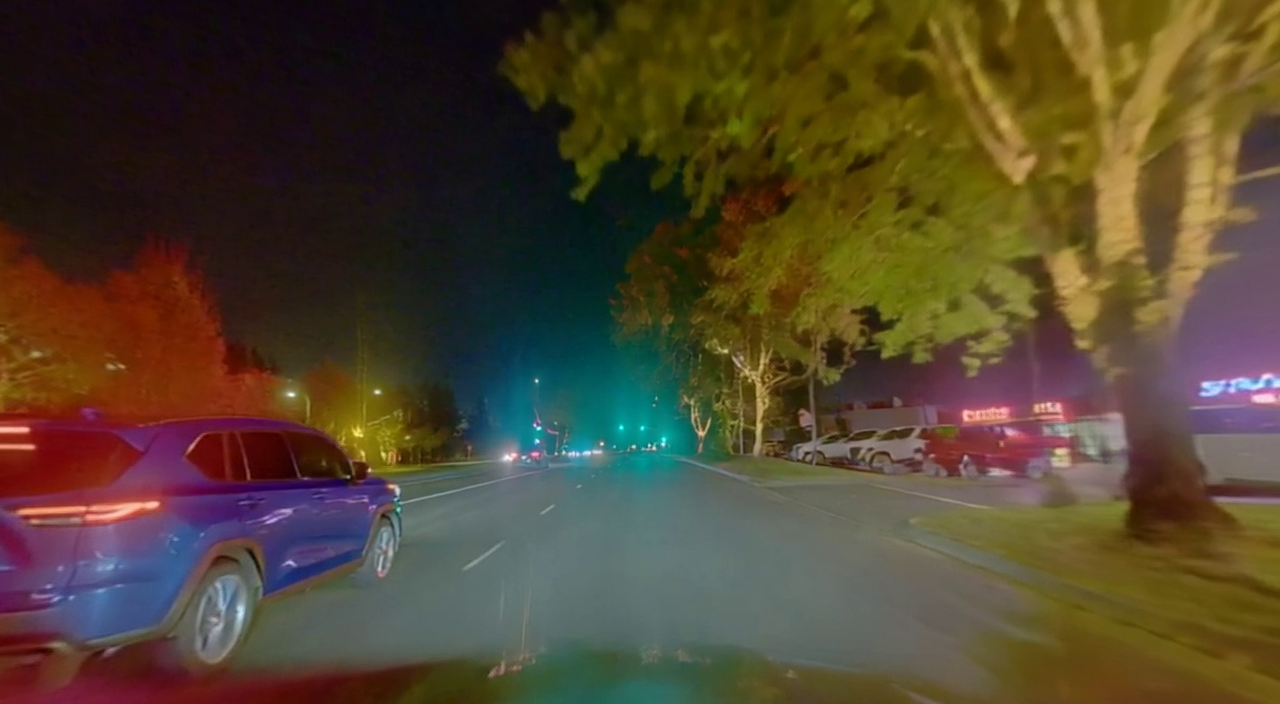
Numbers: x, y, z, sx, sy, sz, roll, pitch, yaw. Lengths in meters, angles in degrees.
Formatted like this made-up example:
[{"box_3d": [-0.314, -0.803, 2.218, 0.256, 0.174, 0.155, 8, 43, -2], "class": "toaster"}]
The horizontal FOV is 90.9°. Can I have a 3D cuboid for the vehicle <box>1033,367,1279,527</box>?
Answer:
[{"box_3d": [8.683, 1.289, 8.657, 5.031, 1.951, 2.184, -3, -9, 16], "class": "vehicle"}]

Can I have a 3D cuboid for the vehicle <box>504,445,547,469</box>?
[{"box_3d": [-7.377, 6.795, 41.132, 1.990, 1.483, 4.410, 0, -8, 0], "class": "vehicle"}]

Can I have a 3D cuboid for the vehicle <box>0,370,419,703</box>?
[{"box_3d": [-3.461, 1.200, 4.659, 2.127, 1.654, 4.121, 0, -8, 0], "class": "vehicle"}]

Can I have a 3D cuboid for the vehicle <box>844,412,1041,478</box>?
[{"box_3d": [9.167, 2.854, 19.440, 4.978, 1.874, 2.079, 0, -8, -2], "class": "vehicle"}]
